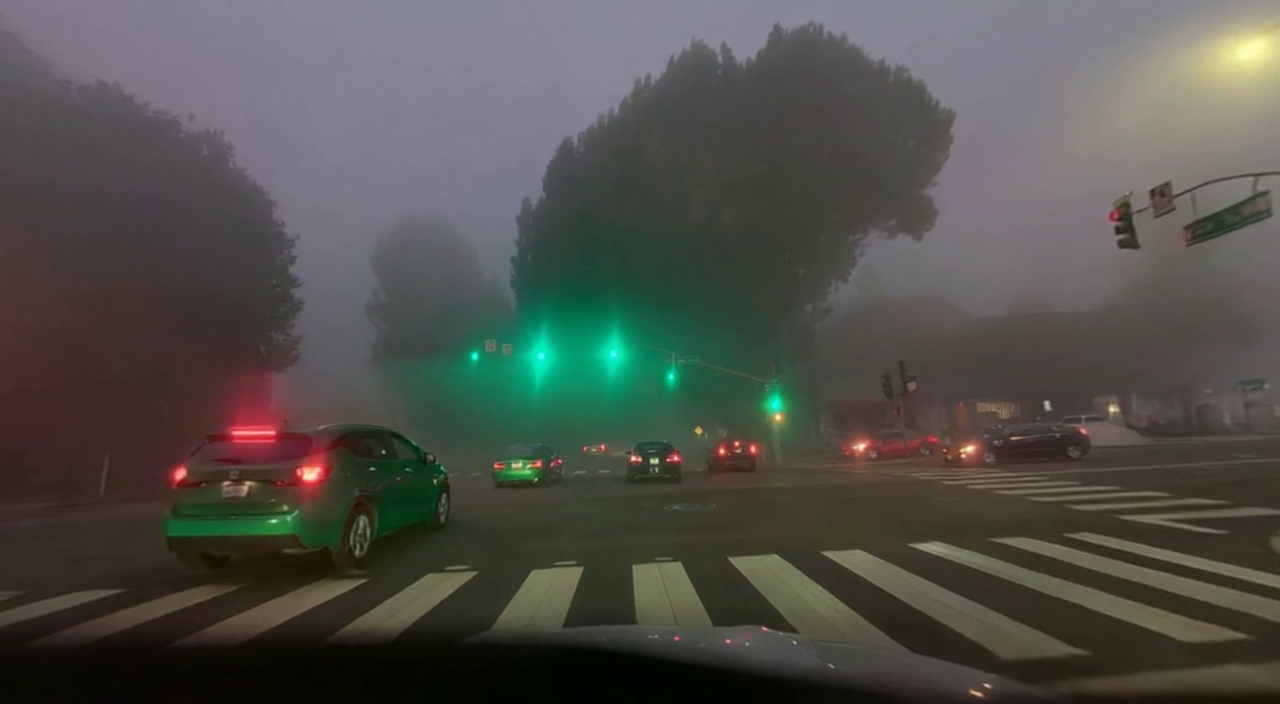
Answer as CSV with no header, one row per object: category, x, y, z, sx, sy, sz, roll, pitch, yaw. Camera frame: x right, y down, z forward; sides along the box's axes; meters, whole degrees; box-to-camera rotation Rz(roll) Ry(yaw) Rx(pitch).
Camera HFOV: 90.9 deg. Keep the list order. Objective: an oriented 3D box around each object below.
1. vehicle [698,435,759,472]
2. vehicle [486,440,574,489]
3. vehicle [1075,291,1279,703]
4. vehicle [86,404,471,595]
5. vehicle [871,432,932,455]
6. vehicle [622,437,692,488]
vehicle,3.721,4.377,27.398,1.920,1.479,4.548,0,-8,-1
vehicle,-3.485,3.650,20.888,1.995,1.436,4.500,0,-8,2
vehicle,3.273,0.501,0.942,1.992,1.805,4.549,0,-8,1
vehicle,-3.885,1.668,8.120,2.023,1.687,4.874,0,-8,1
vehicle,18.085,6.399,43.873,2.081,1.482,4.860,0,-8,-1
vehicle,0.542,3.435,19.939,1.994,1.433,3.894,0,-8,2
